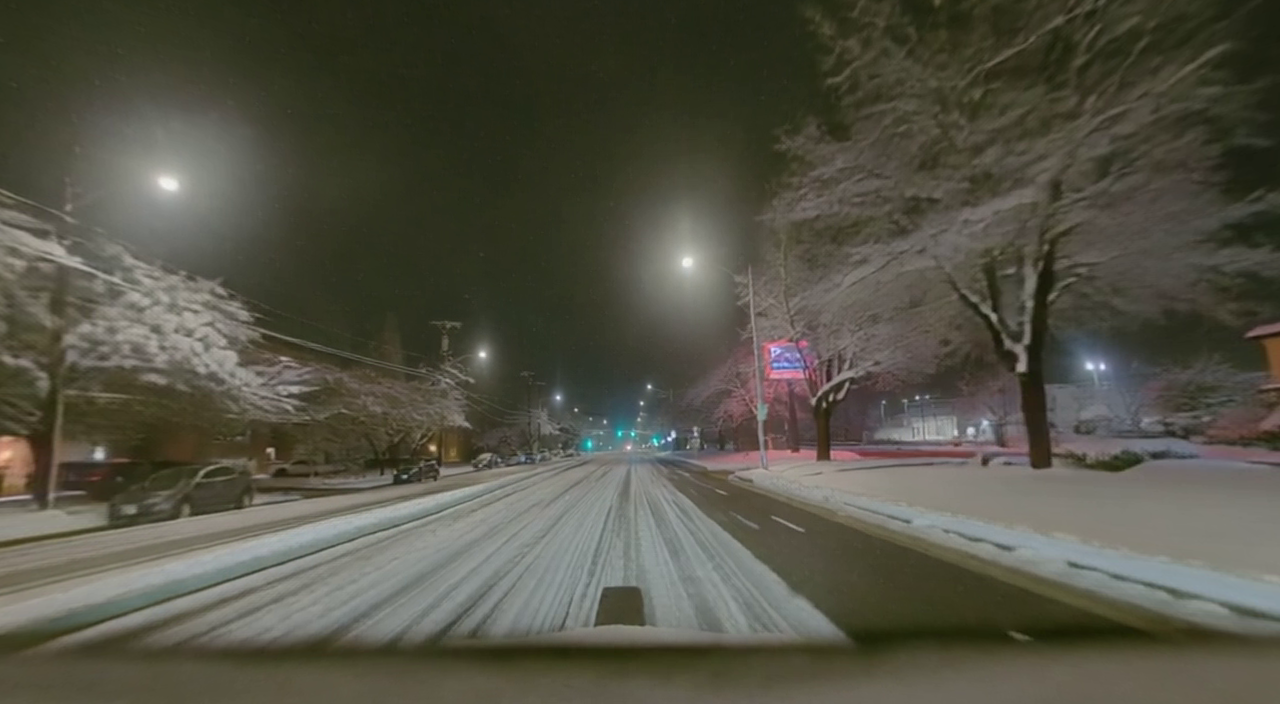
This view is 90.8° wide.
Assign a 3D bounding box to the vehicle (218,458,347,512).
[{"bbox_3d":[-12.528,4.656,22.531,2.040,1.424,4.594,-5,-8,-1],"label":"vehicle"}]

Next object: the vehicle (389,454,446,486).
[{"bbox_3d":[-12.821,6.799,36.672,1.953,1.558,3.839,-6,-8,-2],"label":"vehicle"}]

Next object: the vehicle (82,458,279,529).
[{"bbox_3d":[-12.444,3.811,17.643,1.897,1.564,4.875,0,-9,-1],"label":"vehicle"}]
